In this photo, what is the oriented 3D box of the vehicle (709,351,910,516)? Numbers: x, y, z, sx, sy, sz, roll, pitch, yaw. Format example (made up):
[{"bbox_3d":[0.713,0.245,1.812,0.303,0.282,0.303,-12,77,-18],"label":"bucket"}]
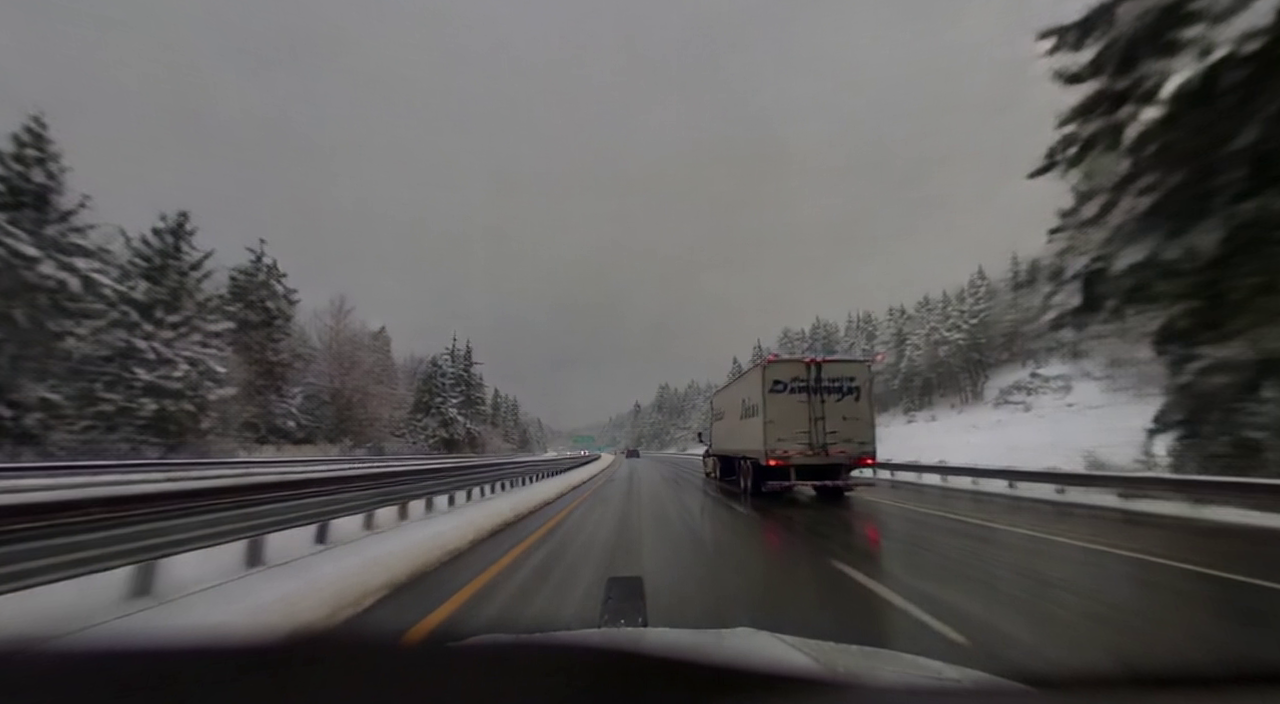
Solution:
[{"bbox_3d":[4.152,2.574,18.992,2.876,3.419,11.591,0,-9,0],"label":"vehicle"}]
